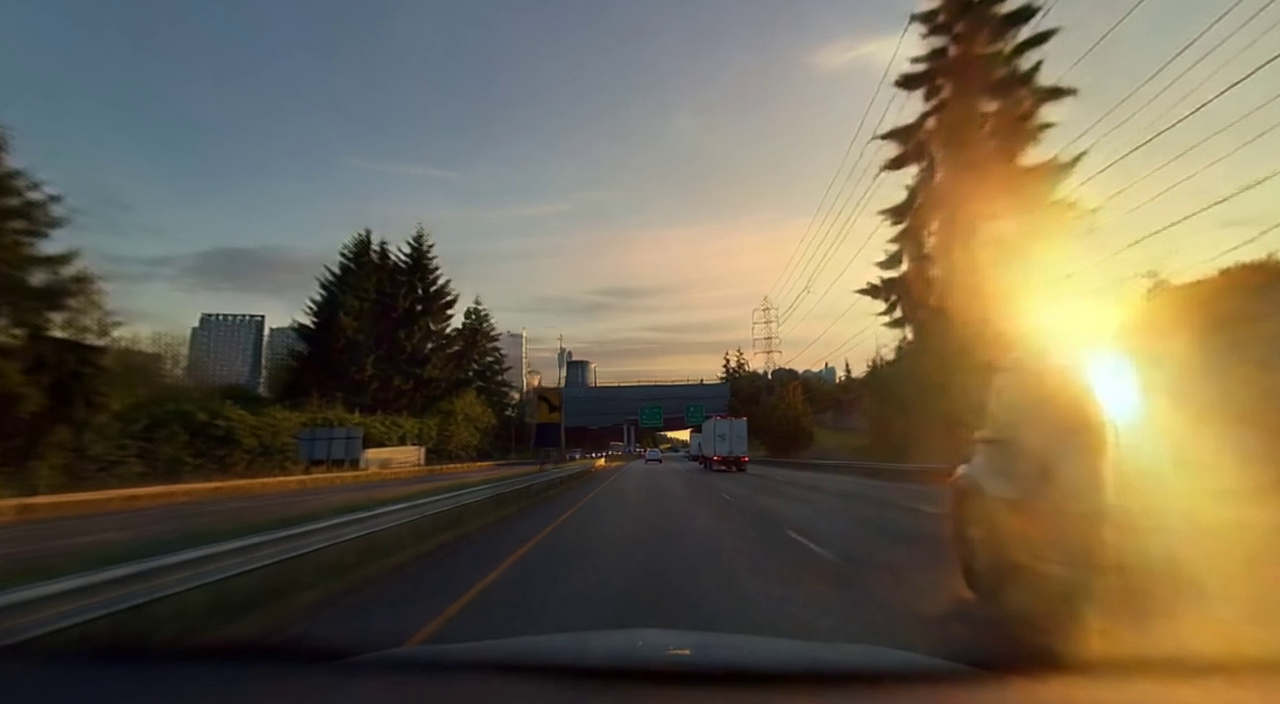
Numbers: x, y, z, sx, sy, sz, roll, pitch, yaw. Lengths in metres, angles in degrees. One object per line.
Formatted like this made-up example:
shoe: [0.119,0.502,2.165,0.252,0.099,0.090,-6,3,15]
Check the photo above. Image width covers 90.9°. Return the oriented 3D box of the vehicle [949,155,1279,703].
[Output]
vehicle: [4.388,0.467,3.140,2.569,2.783,5.984,0,-9,0]

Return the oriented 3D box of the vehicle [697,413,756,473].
vehicle: [5.206,5.674,39.211,2.743,3.367,7.306,0,-9,1]

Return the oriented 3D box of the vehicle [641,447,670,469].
vehicle: [1.127,7.822,46.741,2.049,1.500,3.790,0,-9,0]
